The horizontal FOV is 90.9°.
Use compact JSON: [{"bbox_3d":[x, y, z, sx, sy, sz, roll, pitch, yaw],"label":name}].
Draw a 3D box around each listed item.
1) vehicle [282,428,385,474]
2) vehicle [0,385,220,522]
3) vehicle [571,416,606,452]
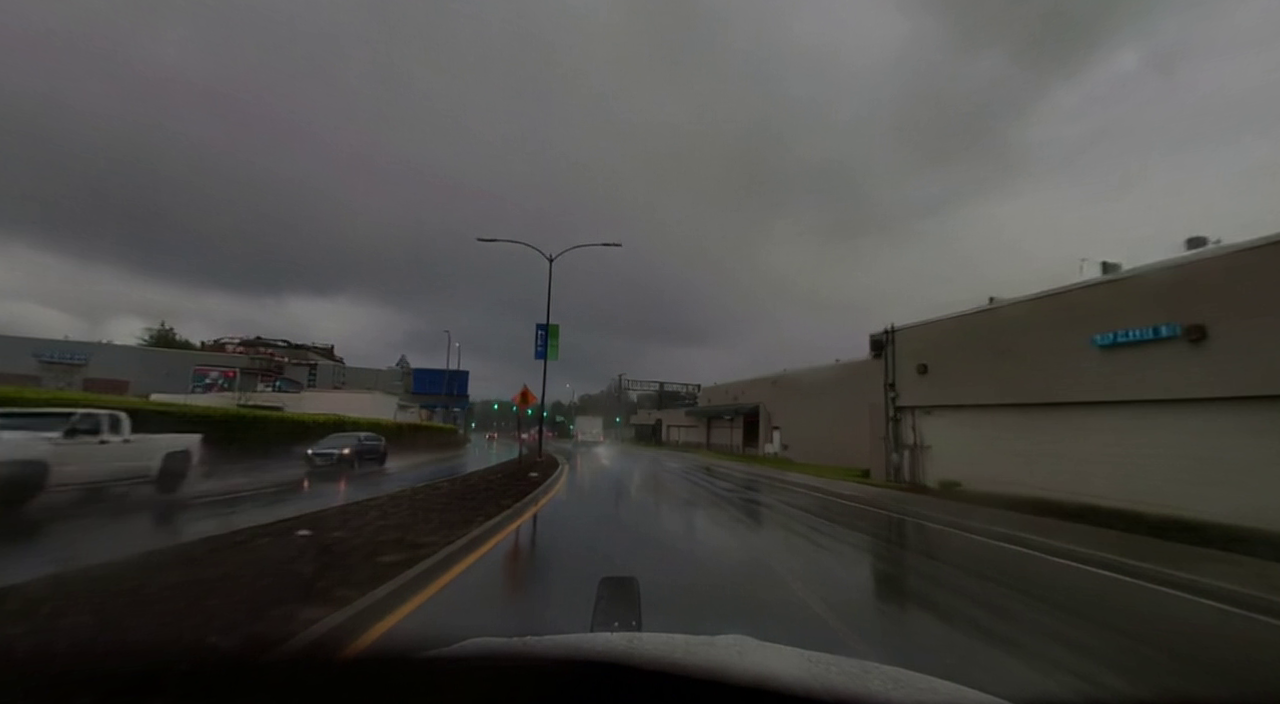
[{"bbox_3d":[-11.016,3.586,23.014,1.897,1.515,3.986,1,-8,-3],"label":"vehicle"},{"bbox_3d":[-10.326,1.758,11.247,2.198,1.916,5.296,1,-8,-3],"label":"vehicle"},{"bbox_3d":[-4.130,6.472,49.537,2.276,2.706,5.232,1,-8,-9],"label":"vehicle"}]
